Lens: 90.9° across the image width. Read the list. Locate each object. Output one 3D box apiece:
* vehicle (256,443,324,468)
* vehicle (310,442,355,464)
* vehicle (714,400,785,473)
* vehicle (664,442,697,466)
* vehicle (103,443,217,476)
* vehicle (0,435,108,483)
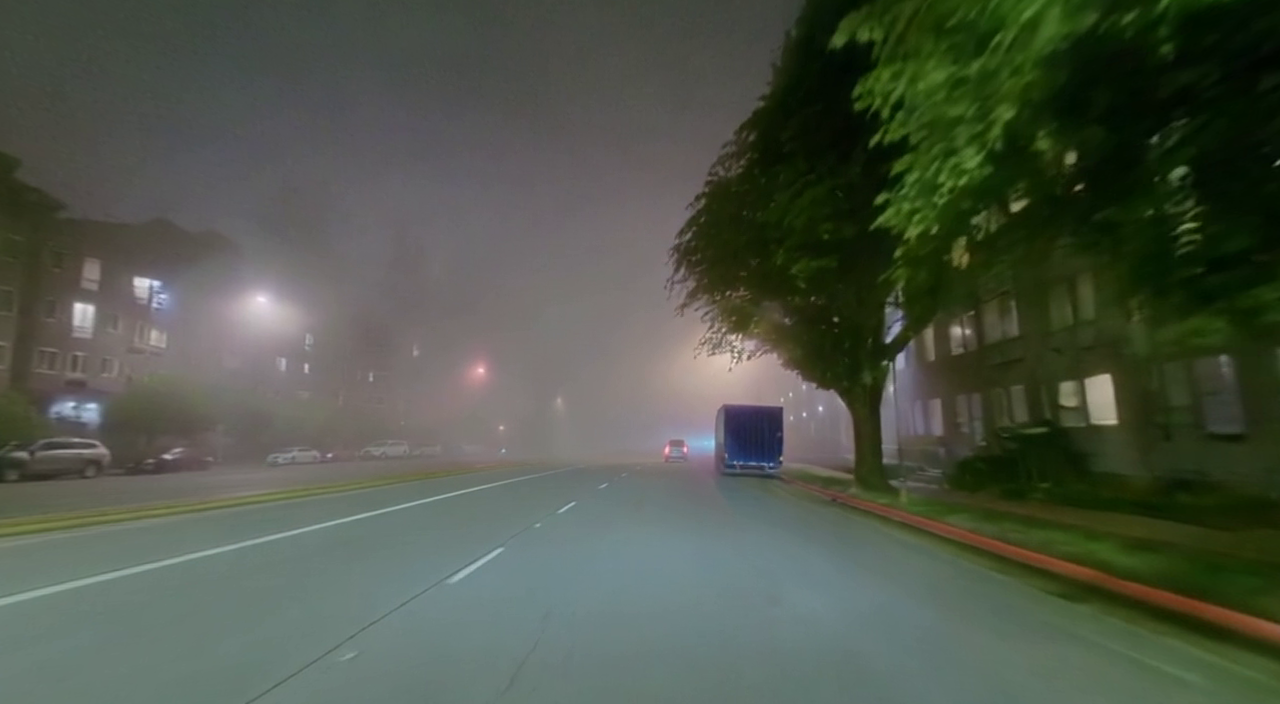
[{"bbox_3d":[-23.099,6.818,41.779,2.015,1.446,4.316,-2,-8,2],"label":"vehicle"},{"bbox_3d":[-22.763,7.497,46.772,1.659,1.570,2.845,-1,-8,7],"label":"vehicle"},{"bbox_3d":[5.452,4.456,32.929,2.945,3.277,8.473,-1,-8,5],"label":"vehicle"},{"bbox_3d":[2.515,6.197,38.380,1.871,1.370,4.206,-1,-8,6],"label":"vehicle"},{"bbox_3d":[-24.289,5.447,32.160,1.900,1.454,4.757,-3,-8,4],"label":"vehicle"},{"bbox_3d":[-24.596,4.282,25.366,2.040,1.765,4.635,-2,-8,6],"label":"vehicle"}]
